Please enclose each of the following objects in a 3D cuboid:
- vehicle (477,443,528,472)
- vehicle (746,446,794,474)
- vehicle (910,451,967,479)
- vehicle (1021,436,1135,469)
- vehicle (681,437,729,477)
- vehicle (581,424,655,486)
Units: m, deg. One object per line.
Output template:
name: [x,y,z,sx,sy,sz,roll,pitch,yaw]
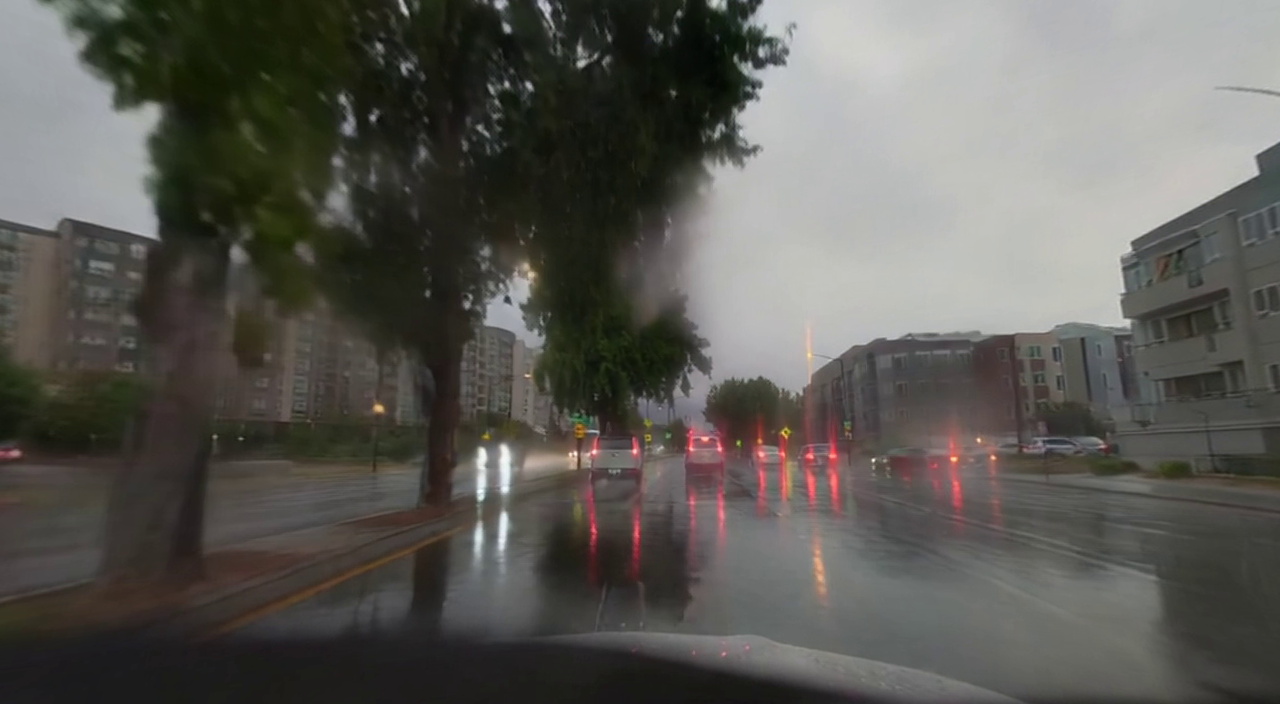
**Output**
vehicle: [-8.806,6.786,40.808,2.098,1.760,4.654,0,-9,3]
vehicle: [7.541,6.296,37.003,2.075,1.486,4.316,0,-9,3]
vehicle: [17.227,6.501,36.570,1.706,1.474,3.761,-1,-9,5]
vehicle: [26.344,6.071,38.126,5.050,1.756,2.206,-3,-10,6]
vehicle: [3.230,5.284,31.959,2.222,1.841,4.031,-1,-9,4]
vehicle: [-0.726,3.999,24.697,2.396,2.143,4.824,-1,-9,4]
